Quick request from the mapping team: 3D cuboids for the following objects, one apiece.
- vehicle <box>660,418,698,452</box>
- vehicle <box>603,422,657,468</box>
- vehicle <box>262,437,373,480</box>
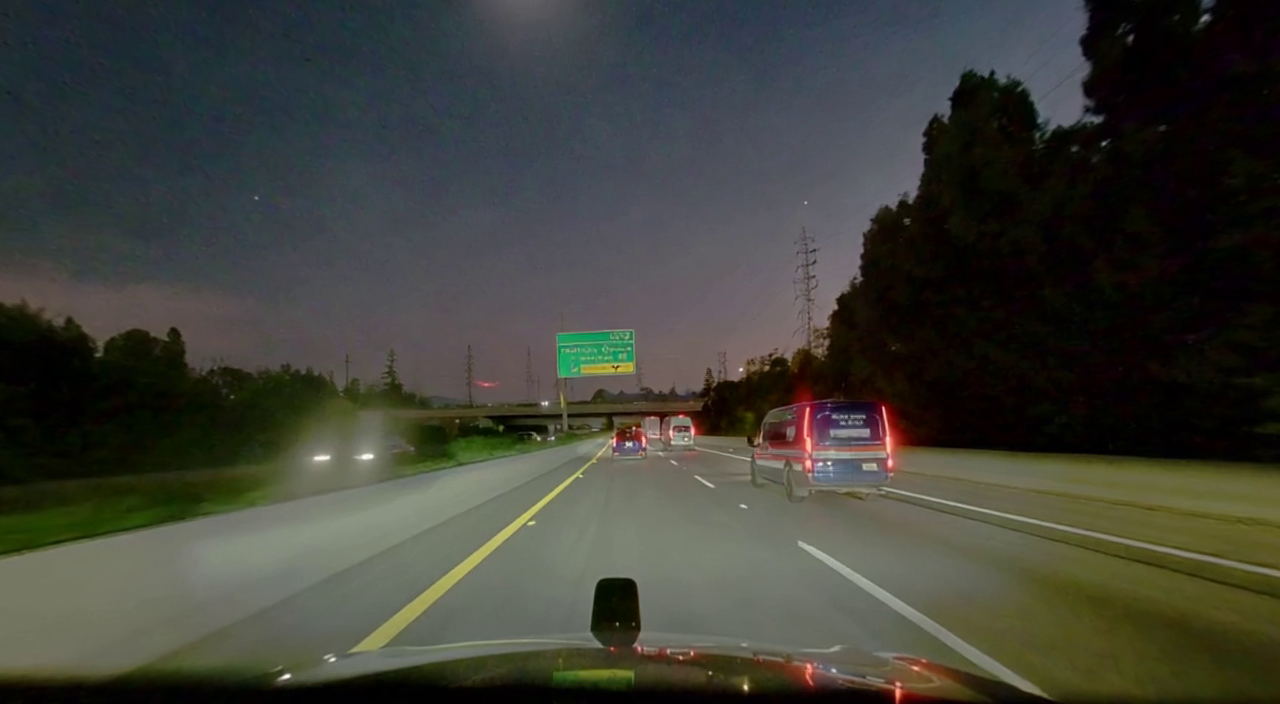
[{"bbox_3d":[2.987,6.558,49.635,2.387,2.506,5.374,0,-8,-2],"label":"vehicle"},{"bbox_3d":[-0.438,3.872,26.406,2.073,1.750,4.116,0,-8,-2],"label":"vehicle"},{"bbox_3d":[-12.216,4.026,24.268,1.951,1.489,4.658,0,-8,-2],"label":"vehicle"}]
